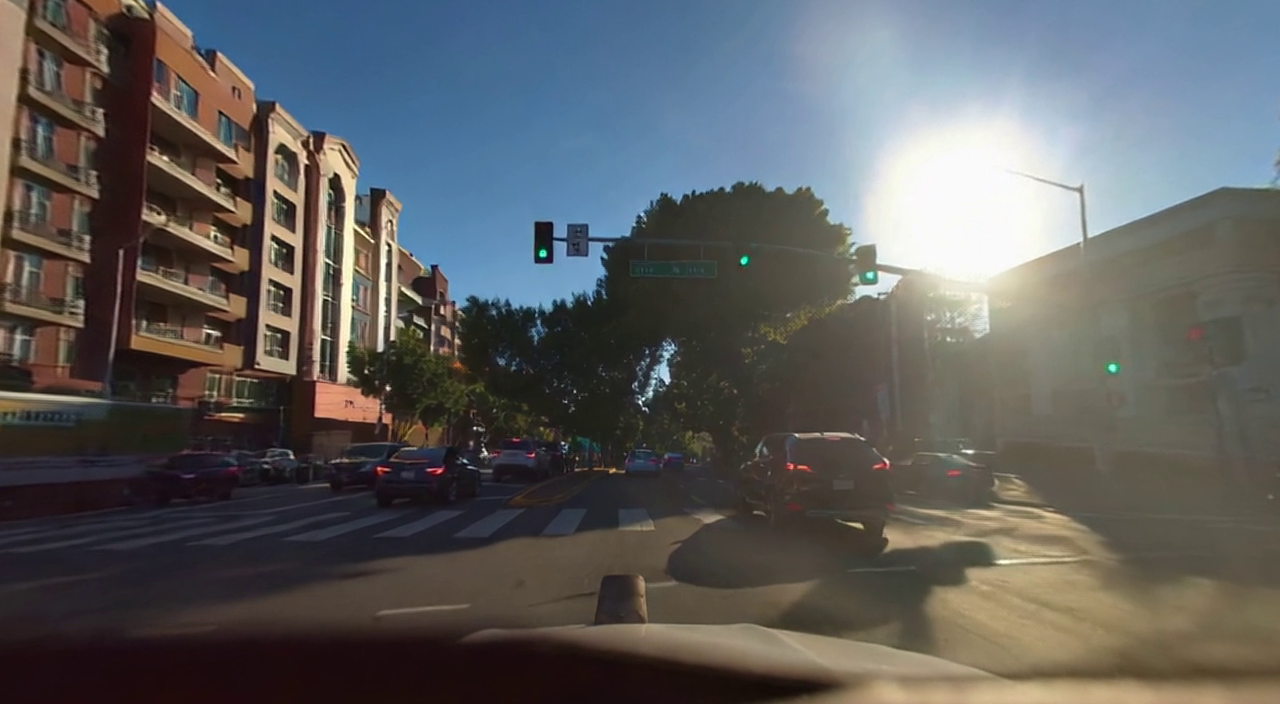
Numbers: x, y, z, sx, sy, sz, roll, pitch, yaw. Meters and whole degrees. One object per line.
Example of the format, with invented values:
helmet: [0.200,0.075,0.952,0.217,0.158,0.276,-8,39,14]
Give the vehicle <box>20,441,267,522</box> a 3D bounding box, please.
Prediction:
vehicle: [-11.730,3.051,15.570,2.001,1.638,4.980,0,-9,1]

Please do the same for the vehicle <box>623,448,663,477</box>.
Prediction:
vehicle: [0.126,6.054,34.937,2.059,1.492,4.033,0,-9,-1]

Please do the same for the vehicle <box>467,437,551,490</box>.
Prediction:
vehicle: [-4.955,4.298,24.760,2.275,1.816,4.923,0,-9,0]

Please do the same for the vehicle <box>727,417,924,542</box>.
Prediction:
vehicle: [3.124,2.275,11.937,2.129,1.844,4.767,0,-9,-2]

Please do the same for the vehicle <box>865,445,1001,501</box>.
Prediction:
vehicle: [9.108,3.784,20.247,1.962,1.542,4.999,0,-9,0]

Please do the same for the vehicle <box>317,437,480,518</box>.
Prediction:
vehicle: [-5.520,2.941,15.269,2.062,1.532,4.830,-2,-9,0]
